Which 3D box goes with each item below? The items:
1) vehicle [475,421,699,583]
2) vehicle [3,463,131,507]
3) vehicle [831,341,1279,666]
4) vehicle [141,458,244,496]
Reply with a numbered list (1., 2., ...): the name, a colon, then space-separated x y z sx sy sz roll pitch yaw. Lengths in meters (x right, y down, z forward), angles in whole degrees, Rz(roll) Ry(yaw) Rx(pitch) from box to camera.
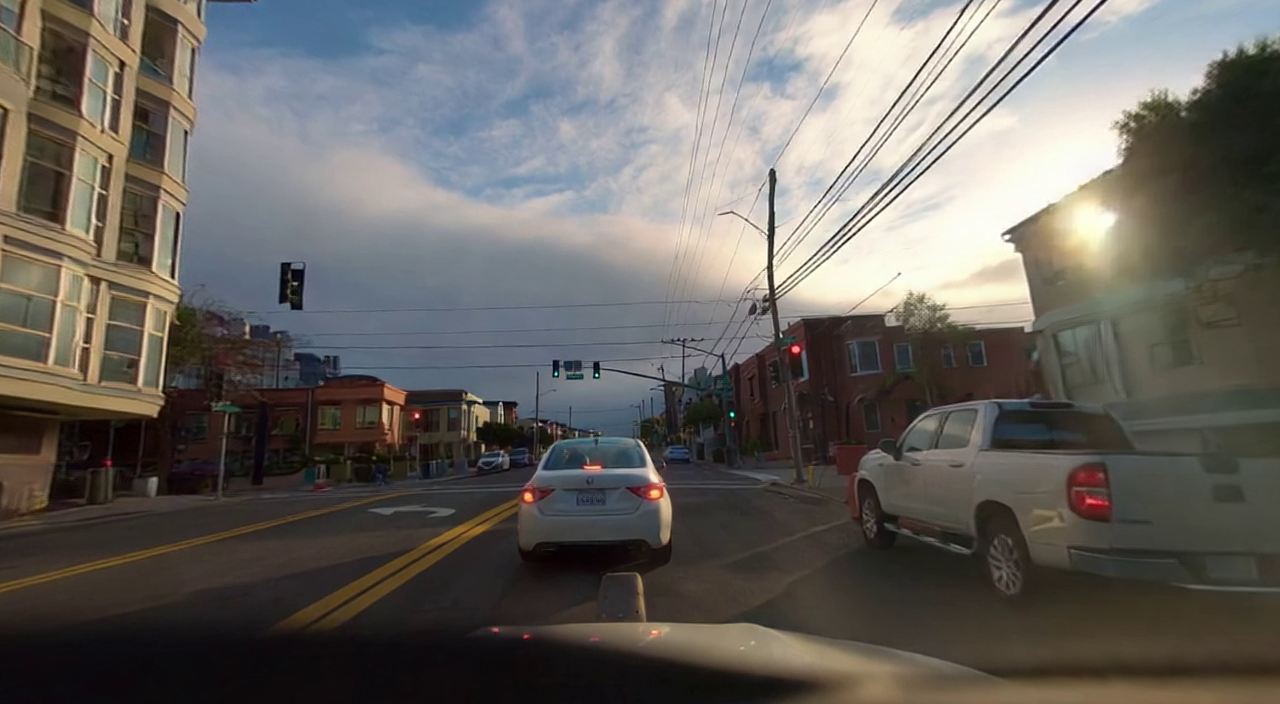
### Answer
1. vehicle: -0.479 1.670 7.841 2.019 1.453 4.129 0 -8 0
2. vehicle: -24.771 5.755 27.393 3.891 1.538 1.698 -4 -11 0
3. vehicle: 3.839 1.259 6.353 2.248 1.945 5.011 0 -8 0
4. vehicle: -25.353 7.091 35.906 4.337 1.739 1.981 -5 -11 1
